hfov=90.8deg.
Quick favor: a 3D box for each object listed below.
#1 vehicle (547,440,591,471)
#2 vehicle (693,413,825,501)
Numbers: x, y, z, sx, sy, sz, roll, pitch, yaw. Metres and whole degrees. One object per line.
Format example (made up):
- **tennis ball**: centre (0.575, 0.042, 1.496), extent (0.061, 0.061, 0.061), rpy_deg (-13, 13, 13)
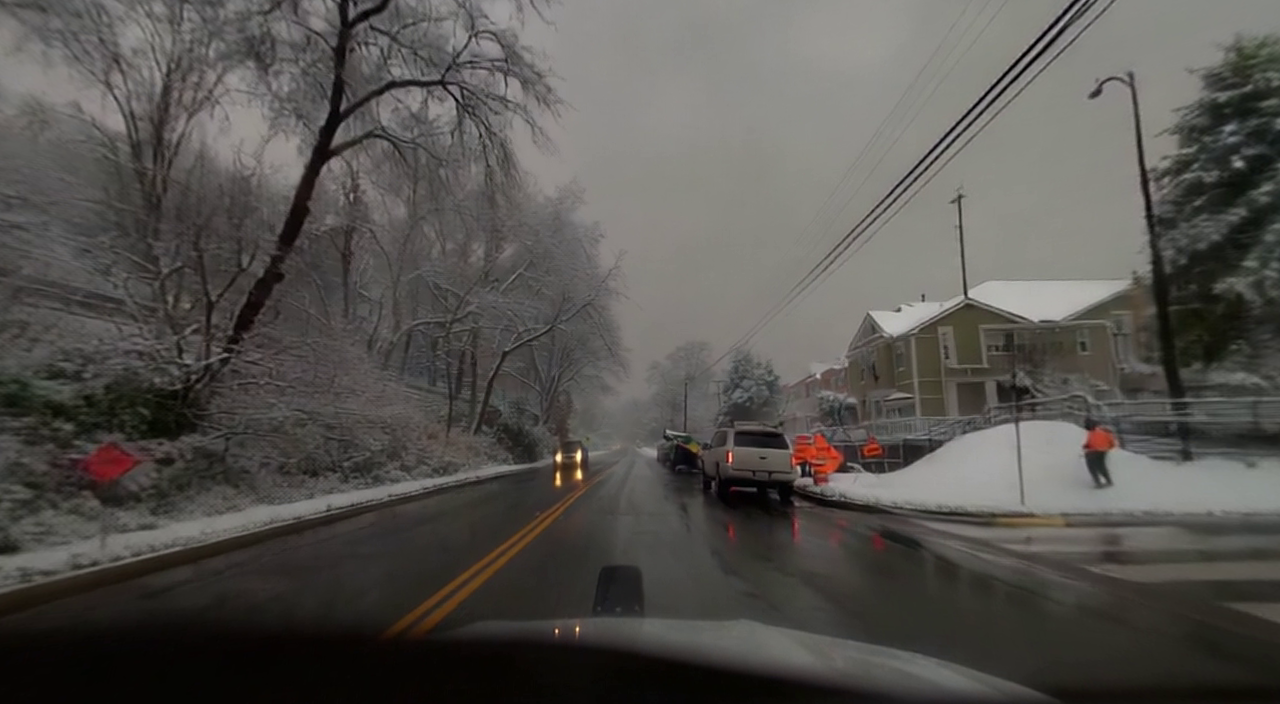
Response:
- **vehicle**: centre (-4.078, 6.023, 36.955), extent (2.078, 1.716, 4.367), rpy_deg (0, -8, 0)
- **vehicle**: centre (3.146, 3.003, 18.488), extent (2.759, 2.114, 6.152), rpy_deg (0, -8, 1)
